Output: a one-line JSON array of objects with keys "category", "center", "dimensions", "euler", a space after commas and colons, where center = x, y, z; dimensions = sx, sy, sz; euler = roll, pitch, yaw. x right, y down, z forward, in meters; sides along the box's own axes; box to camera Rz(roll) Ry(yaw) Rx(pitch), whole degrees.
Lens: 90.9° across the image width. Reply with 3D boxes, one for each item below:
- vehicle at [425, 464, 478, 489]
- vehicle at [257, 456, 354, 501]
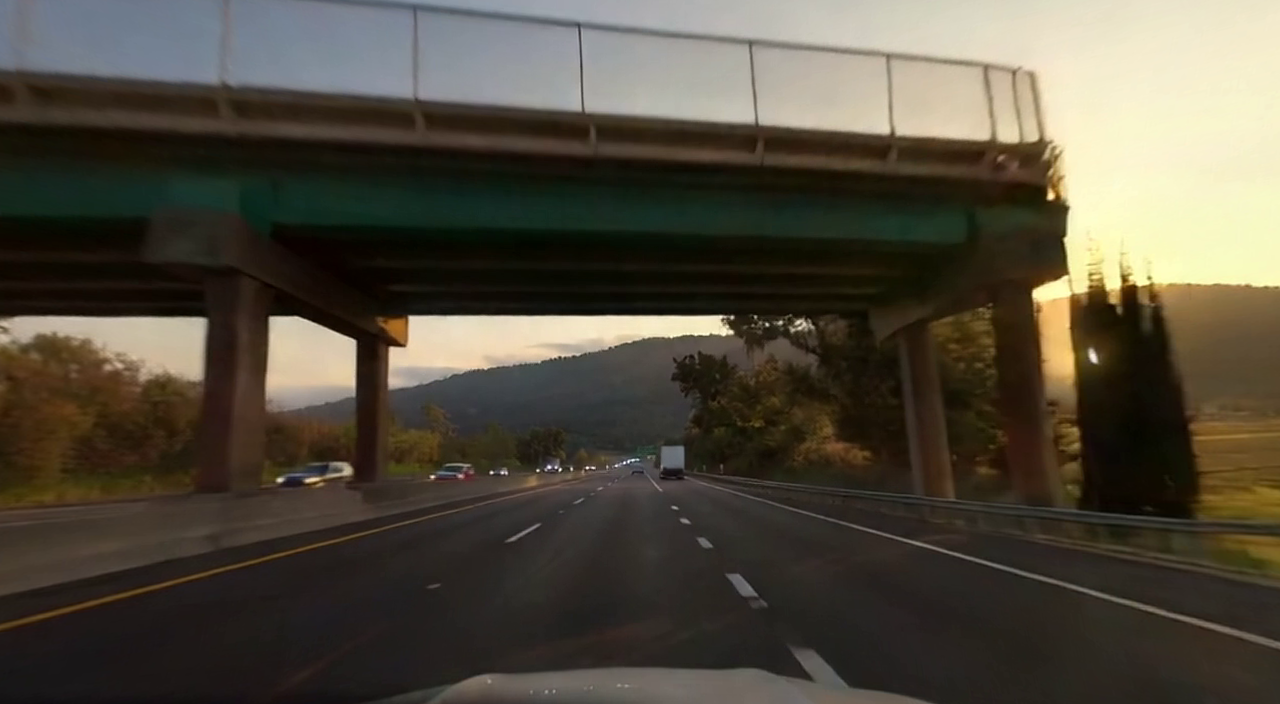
[{"category": "vehicle", "center": [-12.723, 8.442, 42.825], "dimensions": [2.034, 1.579, 4.707], "euler": [1, -10, 1]}, {"category": "vehicle", "center": [-16.181, 6.138, 30.829], "dimensions": [2.033, 1.979, 4.783], "euler": [1, -10, 0]}]
